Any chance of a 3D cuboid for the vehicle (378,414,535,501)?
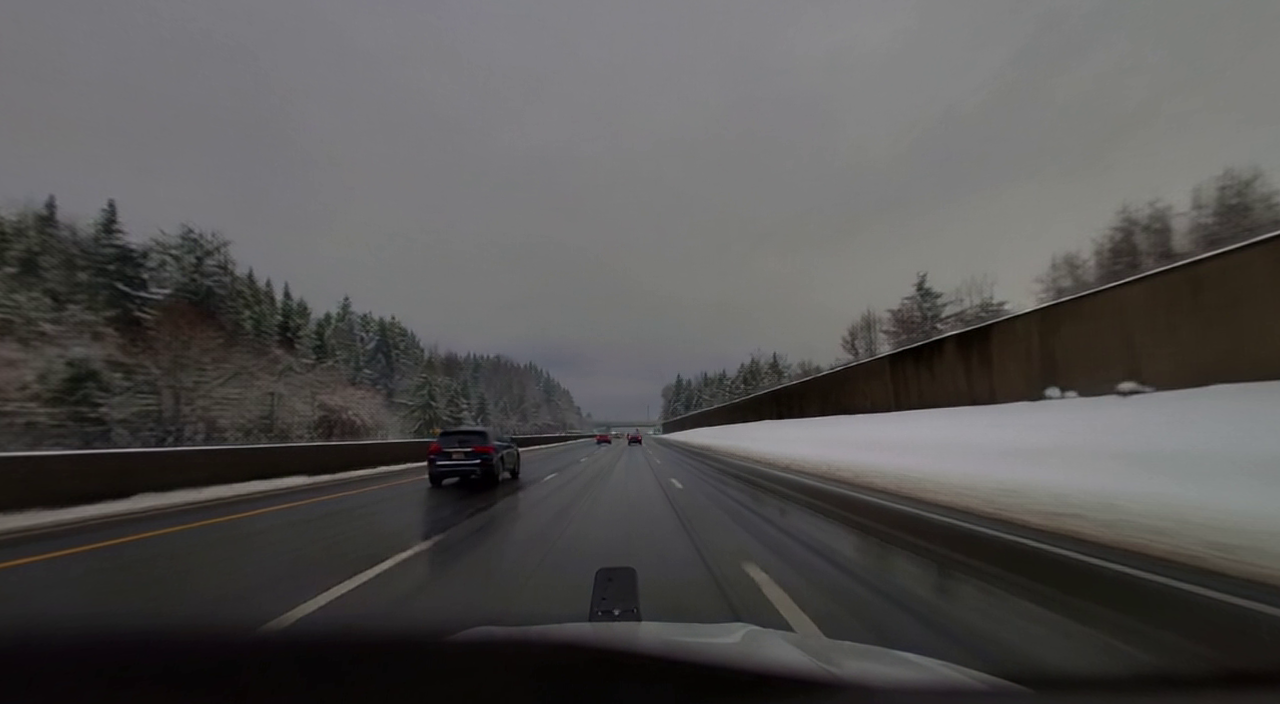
[{"bbox_3d":[-4.081,2.439,15.019,2.306,1.730,4.606,0,-8,1],"label":"vehicle"}]
